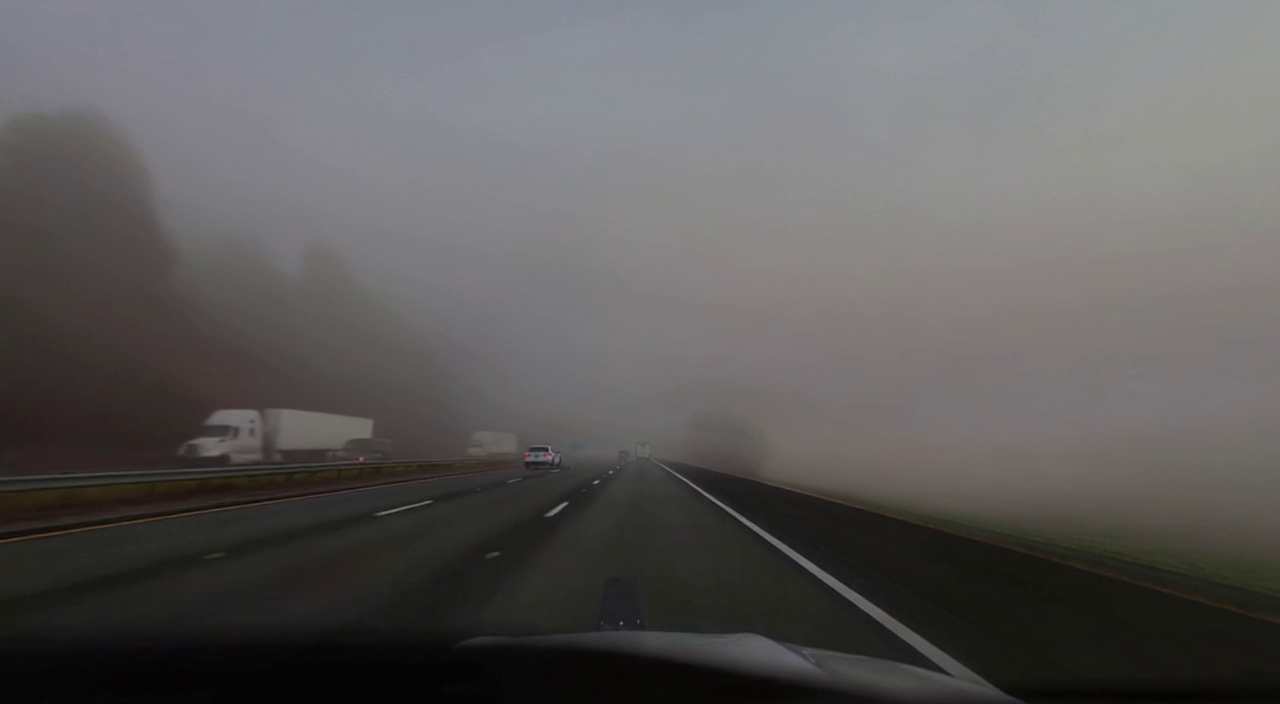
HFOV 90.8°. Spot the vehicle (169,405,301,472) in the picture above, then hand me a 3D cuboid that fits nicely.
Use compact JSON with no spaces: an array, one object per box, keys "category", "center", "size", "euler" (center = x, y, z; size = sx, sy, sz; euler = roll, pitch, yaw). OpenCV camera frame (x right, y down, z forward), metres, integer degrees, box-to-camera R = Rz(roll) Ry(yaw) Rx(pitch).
[{"category":"vehicle","center":[-23.127,5.050,36.600],"size":[2.983,3.489,6.928],"euler":[0,-9,-1]}]

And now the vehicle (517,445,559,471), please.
[{"category":"vehicle","center":[-6.913,7.262,43.229],"size":[2.115,1.664,4.259],"euler":[0,-9,1]}]

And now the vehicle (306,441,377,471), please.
[{"category":"vehicle","center":[-16.041,5.610,34.178],"size":[1.832,1.473,3.996],"euler":[0,-9,1]}]
